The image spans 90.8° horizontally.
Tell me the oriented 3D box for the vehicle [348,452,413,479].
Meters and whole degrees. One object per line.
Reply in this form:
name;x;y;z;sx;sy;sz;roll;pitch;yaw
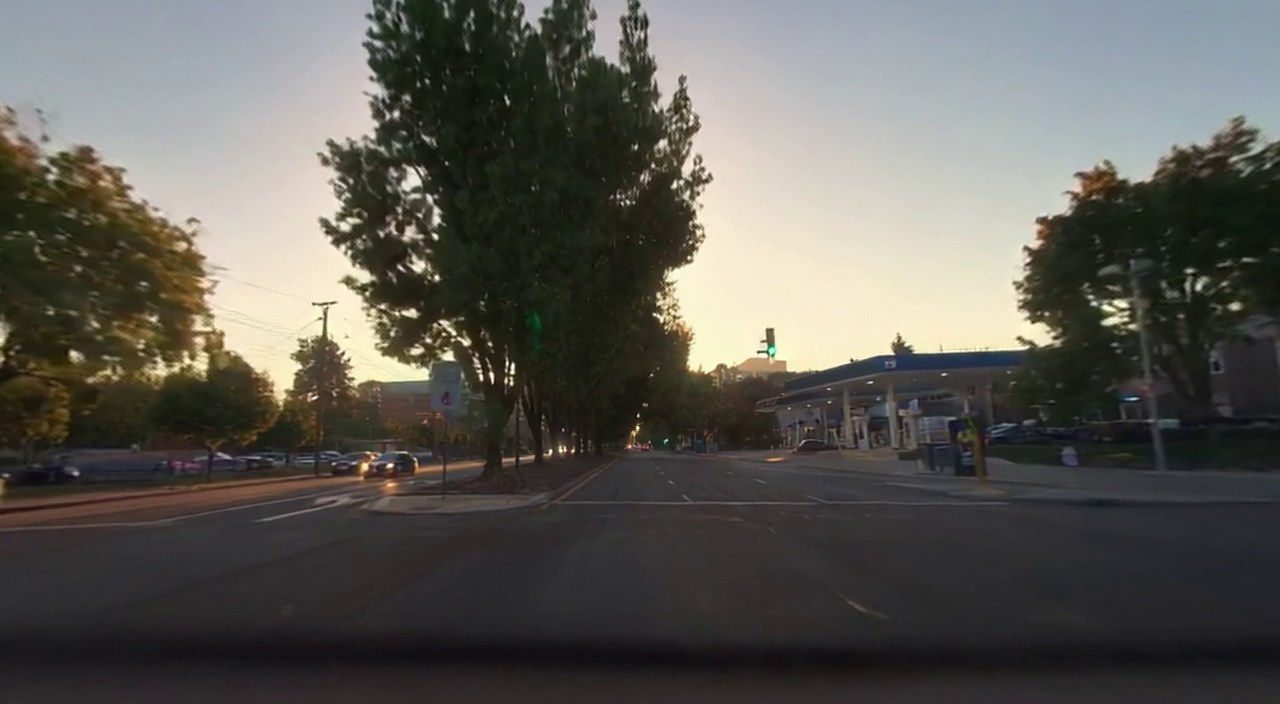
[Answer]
vehicle;-16.066;7.011;39.429;1.971;1.492;4.878;0;-8;0

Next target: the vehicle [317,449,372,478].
vehicle;-22.439;8.475;48.249;2.076;1.927;4.749;-2;-8;-2
